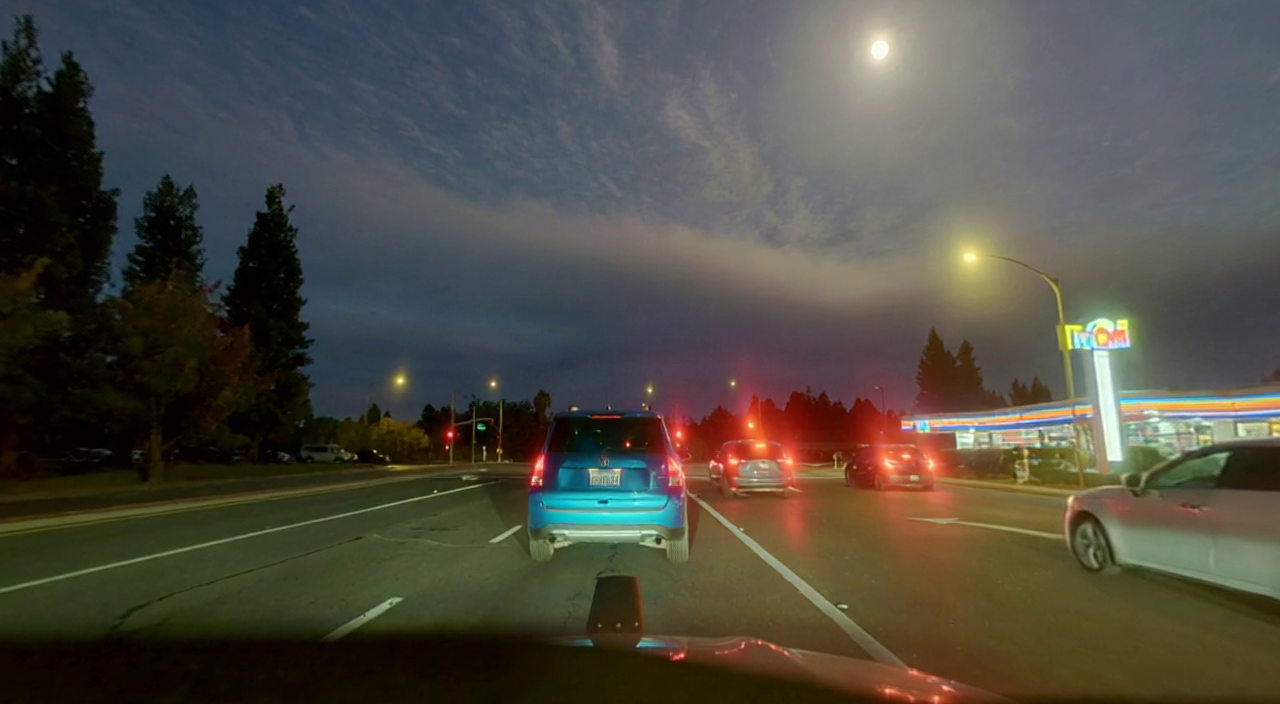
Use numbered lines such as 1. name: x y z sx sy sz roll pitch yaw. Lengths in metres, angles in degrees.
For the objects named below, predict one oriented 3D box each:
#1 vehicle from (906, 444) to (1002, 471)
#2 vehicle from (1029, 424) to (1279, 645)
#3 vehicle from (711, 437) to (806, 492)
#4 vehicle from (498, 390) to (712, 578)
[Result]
1. vehicle: 17.201 5.776 34.767 4.290 1.427 1.751 0 -9 2
2. vehicle: 5.300 1.300 4.702 1.930 1.478 4.643 0 -9 1
3. vehicle: 3.691 3.612 20.707 2.098 1.555 4.778 0 -9 -1
4. vehicle: -0.303 1.646 8.639 2.096 1.837 4.687 0 -9 1
